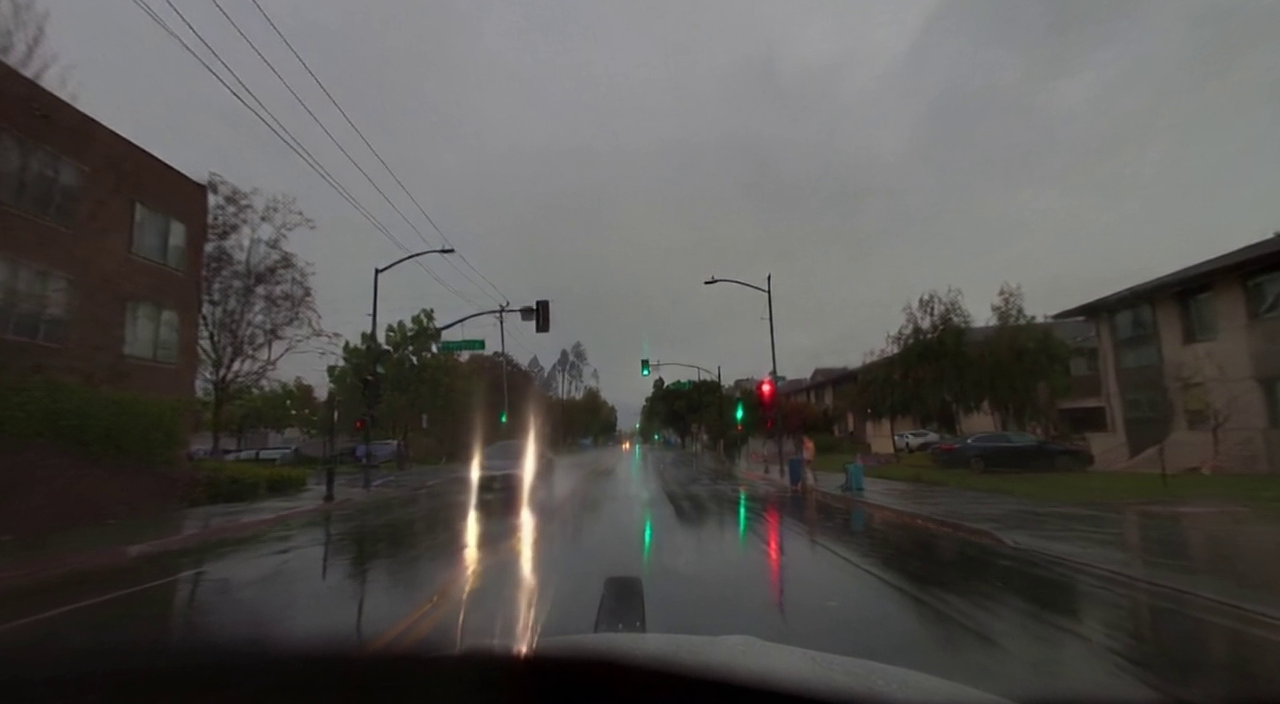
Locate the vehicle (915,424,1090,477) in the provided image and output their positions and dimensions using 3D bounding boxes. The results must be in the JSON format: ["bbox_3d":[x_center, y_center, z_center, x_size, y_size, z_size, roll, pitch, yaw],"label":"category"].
[{"bbox_3d":[12.748,3.491,22.457,4.908,1.521,2.108,-2,-9,-5],"label":"vehicle"}]

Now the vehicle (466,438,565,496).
[{"bbox_3d":[-3.546,3.370,18.883,2.015,1.508,4.353,0,-9,1],"label":"vehicle"}]

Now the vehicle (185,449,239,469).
[{"bbox_3d":[-32.983,8.259,48.810,1.649,1.428,3.898,1,-9,-5],"label":"vehicle"}]

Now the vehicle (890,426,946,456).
[{"bbox_3d":[17.096,5.515,39.100,2.013,1.722,4.007,-2,-9,7],"label":"vehicle"}]

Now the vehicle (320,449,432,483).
[{"bbox_3d":[-11.705,5.064,28.136,4.135,1.424,1.945,-1,-9,8],"label":"vehicle"}]
